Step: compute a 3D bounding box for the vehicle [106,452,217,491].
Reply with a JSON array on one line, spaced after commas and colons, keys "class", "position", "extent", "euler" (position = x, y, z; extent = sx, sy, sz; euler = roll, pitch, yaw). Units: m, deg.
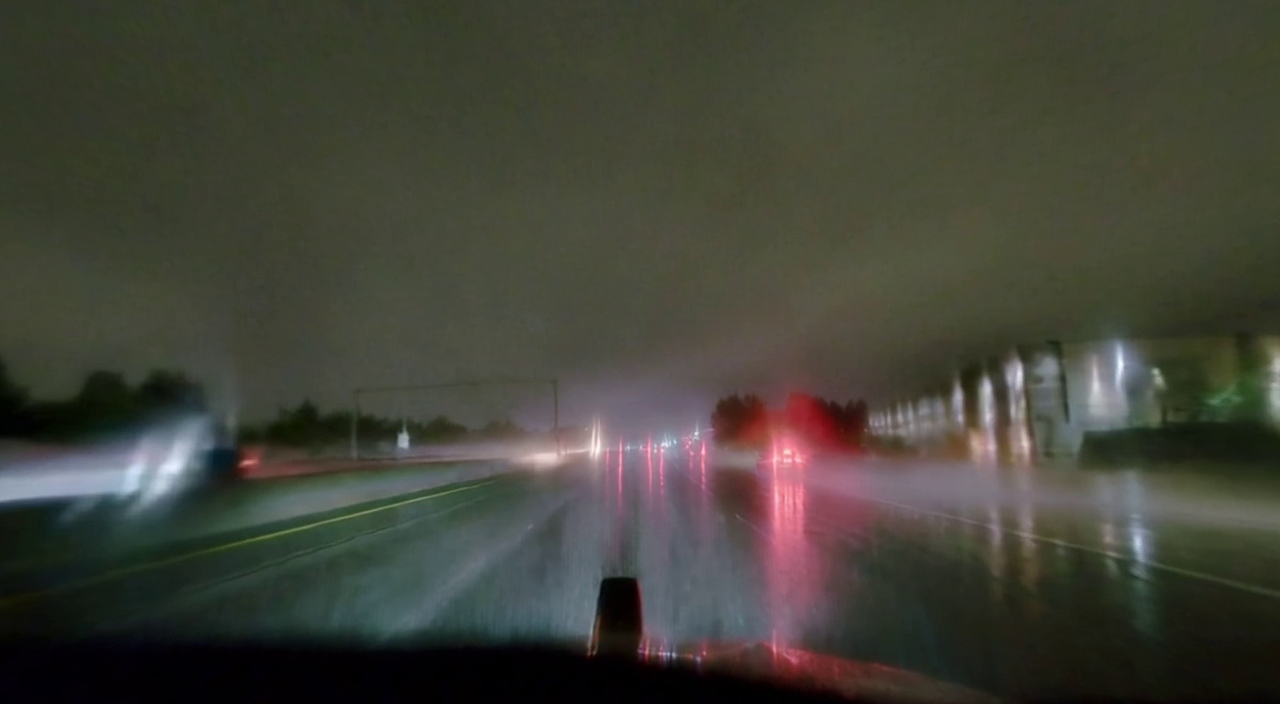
[{"class": "vehicle", "position": [-20.102, 4.998, 26.601], "extent": [1.830, 1.508, 3.563], "euler": [0, -9, 0]}]
